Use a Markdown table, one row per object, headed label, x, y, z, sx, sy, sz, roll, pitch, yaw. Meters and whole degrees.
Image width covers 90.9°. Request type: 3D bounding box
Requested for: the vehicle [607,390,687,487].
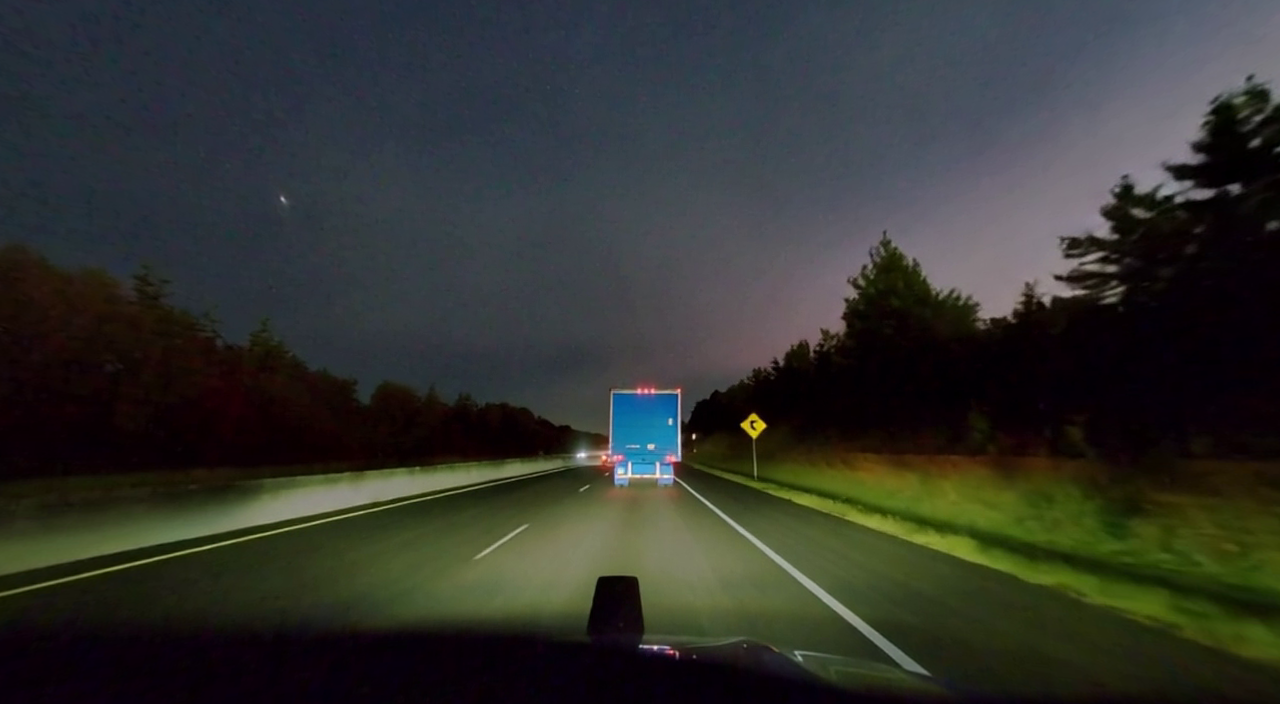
| label | x | y | z | sx | sy | sz | roll | pitch | yaw |
| --- | --- | --- | --- | --- | --- | --- | --- | --- | --- |
| vehicle | 0.098 | 3.826 | 27.388 | 2.913 | 3.530 | 8.648 | 0 | -9 | -2 |
